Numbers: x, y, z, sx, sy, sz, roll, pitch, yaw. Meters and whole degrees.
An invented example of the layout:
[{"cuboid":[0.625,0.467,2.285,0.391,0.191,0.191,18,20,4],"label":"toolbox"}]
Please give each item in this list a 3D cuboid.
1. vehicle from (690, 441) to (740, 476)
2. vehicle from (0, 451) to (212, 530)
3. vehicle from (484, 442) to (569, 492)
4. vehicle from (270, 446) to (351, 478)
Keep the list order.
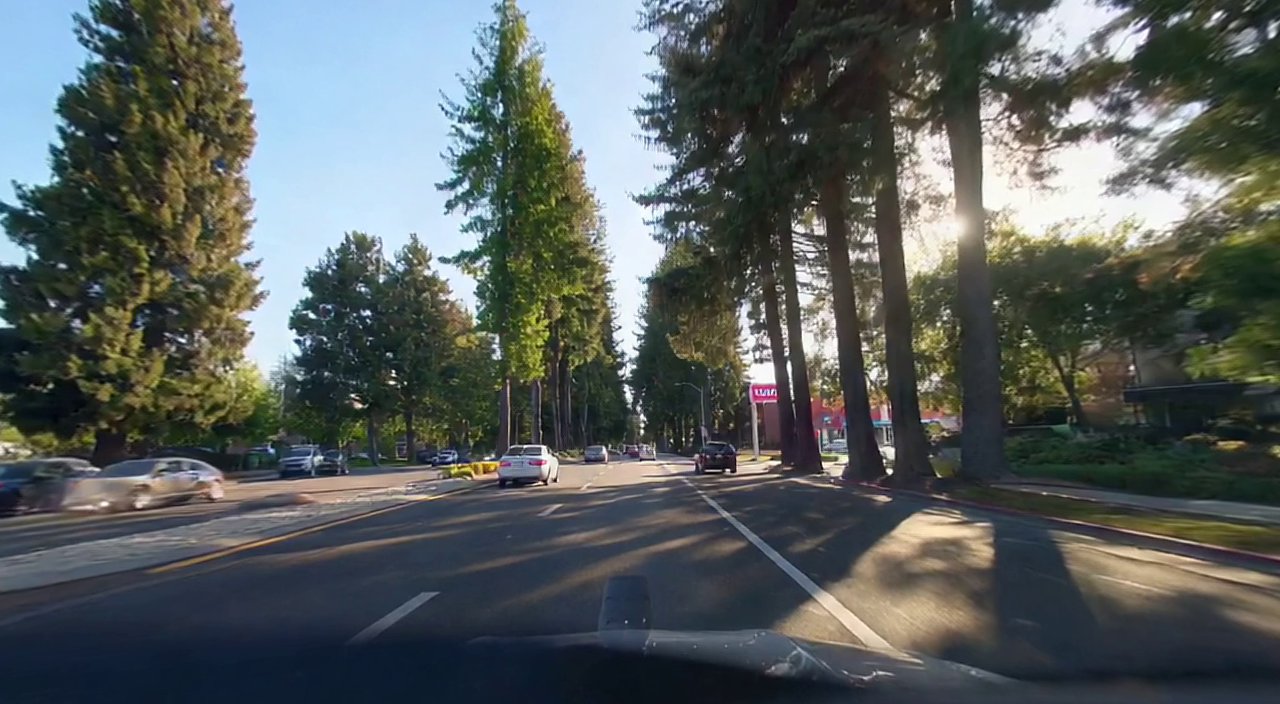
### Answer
[{"cuboid":[3.547,5.101,30.421,1.922,1.579,3.642,0,-8,-1],"label":"vehicle"},{"cuboid":[-12.336,3.011,14.349,1.970,1.458,4.473,0,-8,1],"label":"vehicle"},{"cuboid":[-3.673,3.804,21.251,1.908,1.481,4.536,0,-8,1],"label":"vehicle"},{"cuboid":[-22.638,7.544,43.647,2.235,2.061,5.936,0,-8,2],"label":"vehicle"}]
